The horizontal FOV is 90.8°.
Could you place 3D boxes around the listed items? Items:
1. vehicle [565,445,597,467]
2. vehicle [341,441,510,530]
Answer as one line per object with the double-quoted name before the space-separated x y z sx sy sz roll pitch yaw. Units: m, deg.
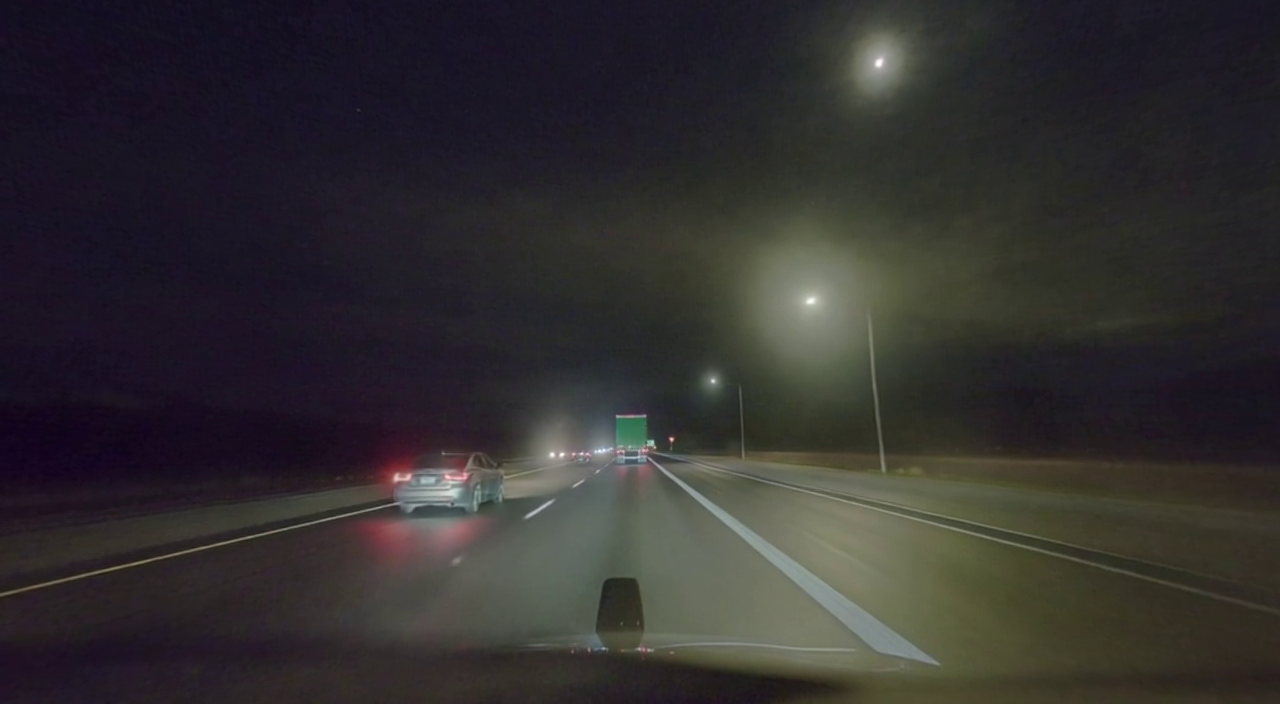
"vehicle" -4.593 8.199 49.825 2.115 1.668 4.217 0 -9 0
"vehicle" -4.100 2.605 12.885 1.978 1.507 4.062 0 -9 0
